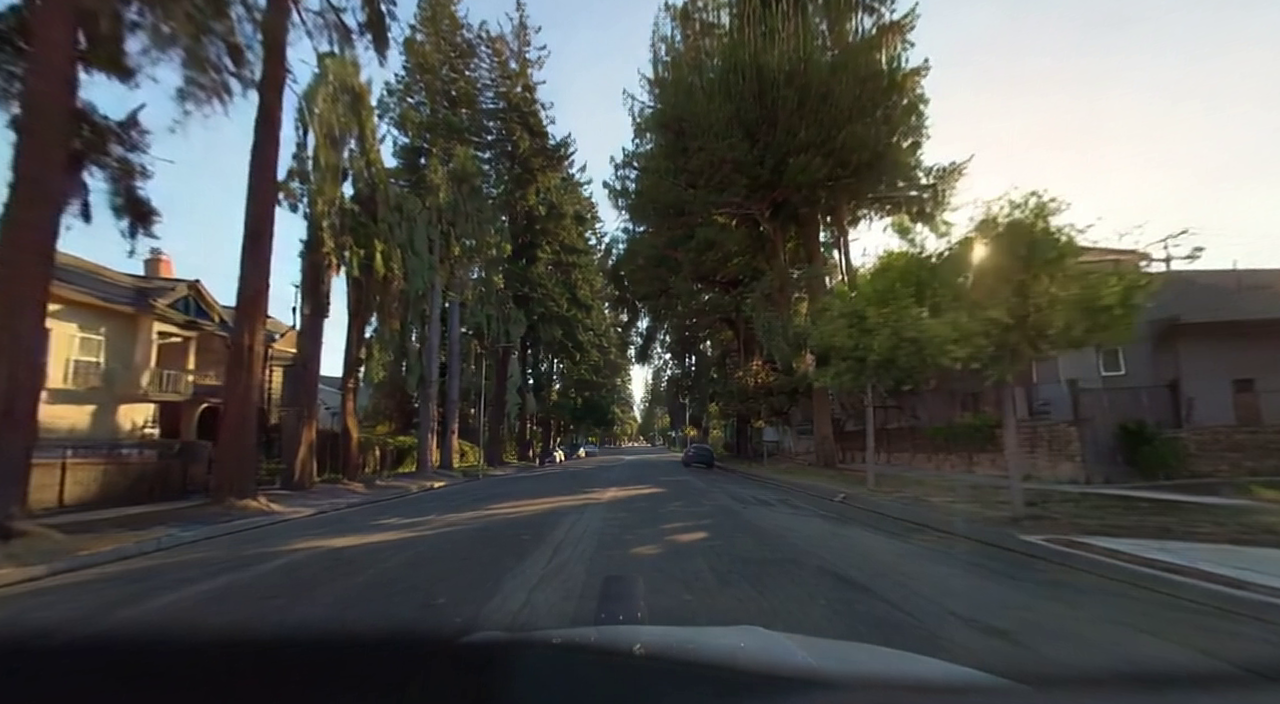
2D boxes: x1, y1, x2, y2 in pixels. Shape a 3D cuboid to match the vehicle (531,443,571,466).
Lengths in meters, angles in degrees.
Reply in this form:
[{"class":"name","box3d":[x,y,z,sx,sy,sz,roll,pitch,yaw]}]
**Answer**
[{"class":"vehicle","box3d":[-6.152,7.140,44.178,2.026,1.449,4.422,-1,-8,2]}]
